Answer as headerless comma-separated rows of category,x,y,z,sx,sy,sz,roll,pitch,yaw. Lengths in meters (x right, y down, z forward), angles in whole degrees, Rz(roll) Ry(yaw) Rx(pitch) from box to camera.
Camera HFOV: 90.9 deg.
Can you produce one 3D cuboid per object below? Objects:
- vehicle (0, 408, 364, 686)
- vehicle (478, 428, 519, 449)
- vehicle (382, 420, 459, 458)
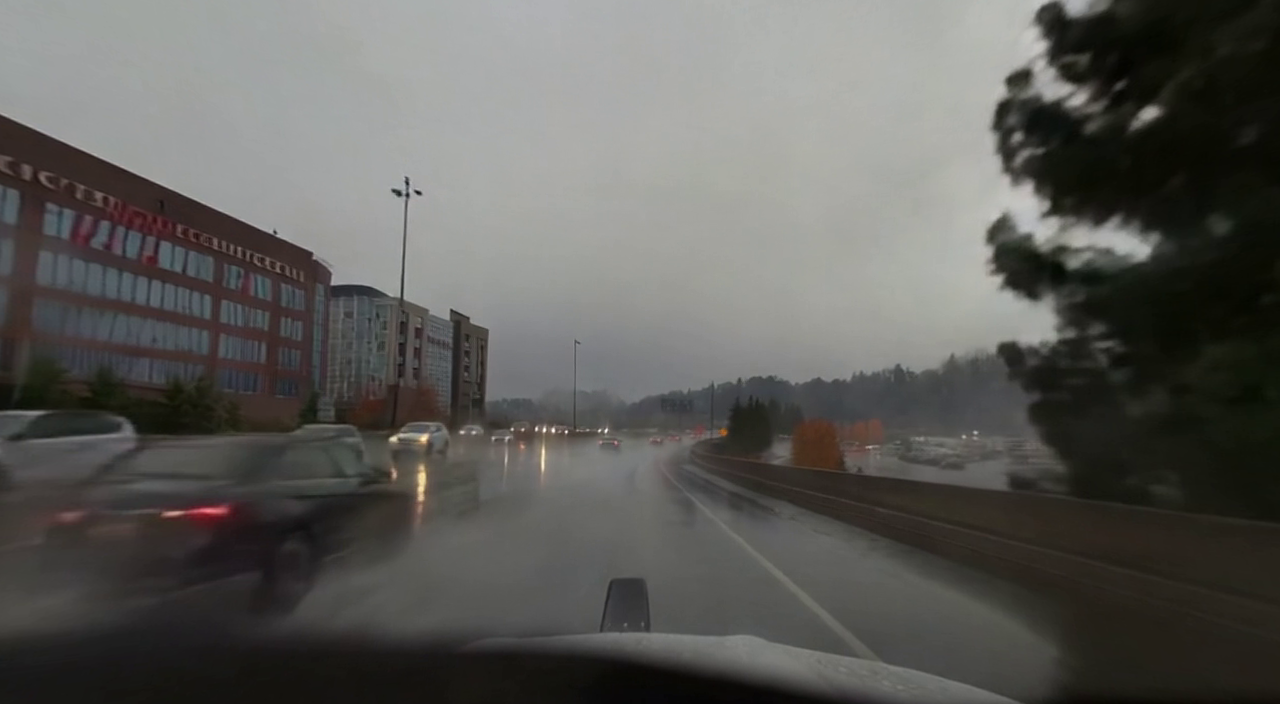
vehicle,-4.380,1.320,5.284,2.035,1.460,4.497,-1,-8,1
vehicle,-10.352,6.402,46.435,1.893,1.443,4.334,-1,-8,2
vehicle,-10.357,4.154,30.117,1.926,1.650,4.593,-1,-8,2
